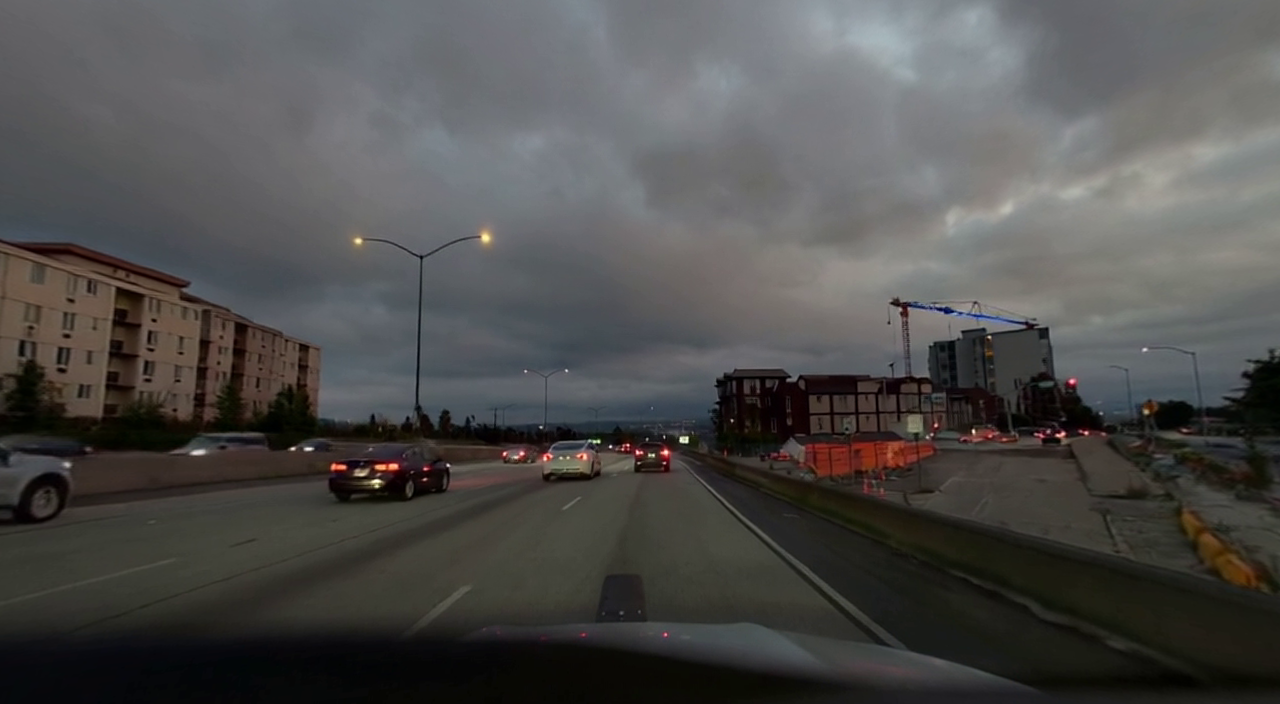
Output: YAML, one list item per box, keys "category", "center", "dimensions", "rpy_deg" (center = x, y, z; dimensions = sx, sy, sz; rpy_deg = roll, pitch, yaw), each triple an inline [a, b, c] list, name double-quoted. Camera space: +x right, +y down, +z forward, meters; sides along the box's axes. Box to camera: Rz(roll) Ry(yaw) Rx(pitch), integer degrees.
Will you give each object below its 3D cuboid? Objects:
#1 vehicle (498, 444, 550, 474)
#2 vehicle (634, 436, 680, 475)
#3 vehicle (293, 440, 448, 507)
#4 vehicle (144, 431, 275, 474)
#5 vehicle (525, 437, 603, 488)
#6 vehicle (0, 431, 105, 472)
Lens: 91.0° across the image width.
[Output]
- category: "vehicle"
  center: [-6.265, 5.801, 34.514]
  dimensions: [1.931, 1.505, 4.386]
  rpy_deg: [0, -9, 2]
- category: "vehicle"
  center: [0.848, 5.096, 31.236]
  dimensions: [2.116, 1.763, 4.352]
  rpy_deg: [0, -9, 1]
- category: "vehicle"
  center: [-6.776, 3.088, 16.490]
  dimensions: [1.959, 1.486, 4.460]
  rpy_deg: [0, -9, 2]
- category: "vehicle"
  center: [-18.823, 4.432, 27.896]
  dimensions: [2.084, 1.702, 5.035]
  rpy_deg: [0, -9, 3]
- category: "vehicle"
  center: [-2.664, 4.019, 23.192]
  dimensions: [2.109, 1.657, 4.554]
  rpy_deg: [0, -9, 3]
- category: "vehicle"
  center: [-26.291, 4.321, 27.448]
  dimensions: [1.849, 1.608, 4.463]
  rpy_deg: [0, -9, 2]
